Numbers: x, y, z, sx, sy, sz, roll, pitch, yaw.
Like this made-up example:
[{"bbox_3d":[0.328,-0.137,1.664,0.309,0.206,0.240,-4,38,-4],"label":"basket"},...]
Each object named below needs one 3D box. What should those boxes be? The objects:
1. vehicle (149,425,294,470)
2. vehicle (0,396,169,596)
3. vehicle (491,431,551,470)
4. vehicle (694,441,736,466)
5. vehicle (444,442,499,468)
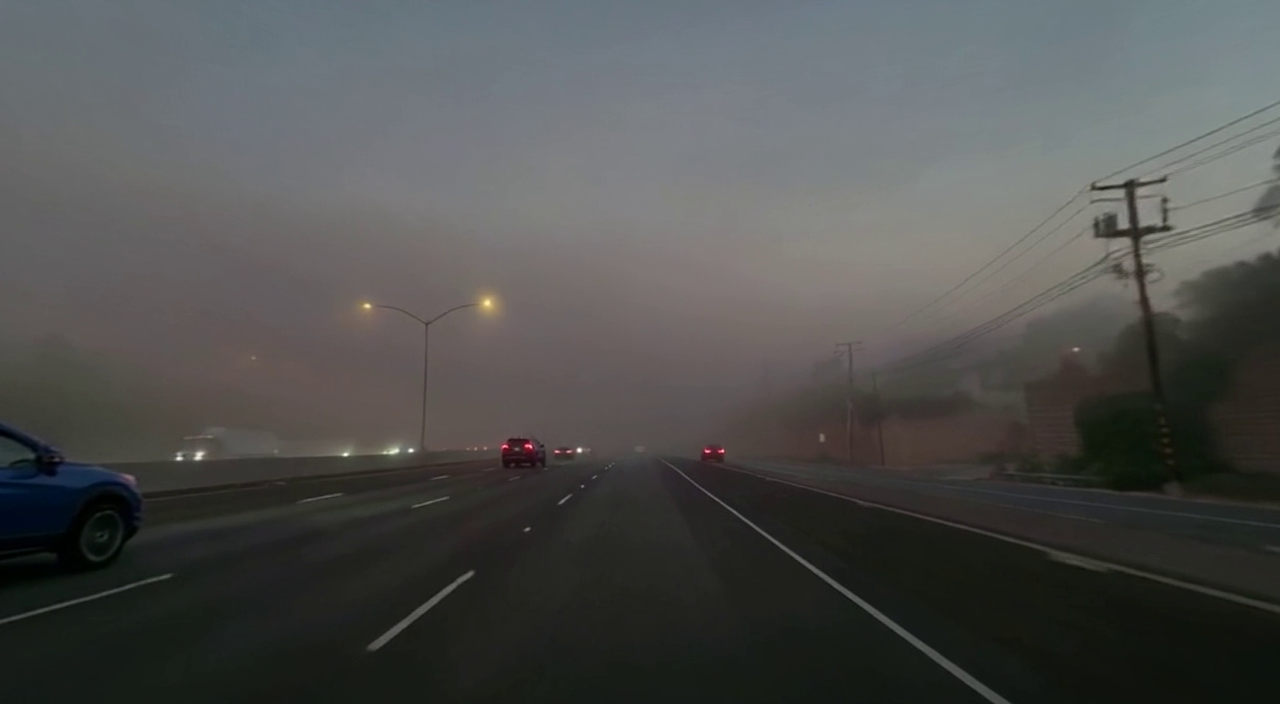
[{"bbox_3d":[-29.509,6.886,45.325,3.062,2.818,10.542,0,-9,1],"label":"vehicle"},{"bbox_3d":[-6.543,1.166,4.974,2.058,1.698,4.567,0,-9,0],"label":"vehicle"},{"bbox_3d":[-6.340,5.365,34.242,2.255,1.934,4.868,0,-9,1],"label":"vehicle"},{"bbox_3d":[4.922,6.764,41.956,2.251,1.520,4.550,1,-9,0],"label":"vehicle"},{"bbox_3d":[-10.099,6.214,38.123,2.042,1.485,4.395,0,-9,1],"label":"vehicle"}]
